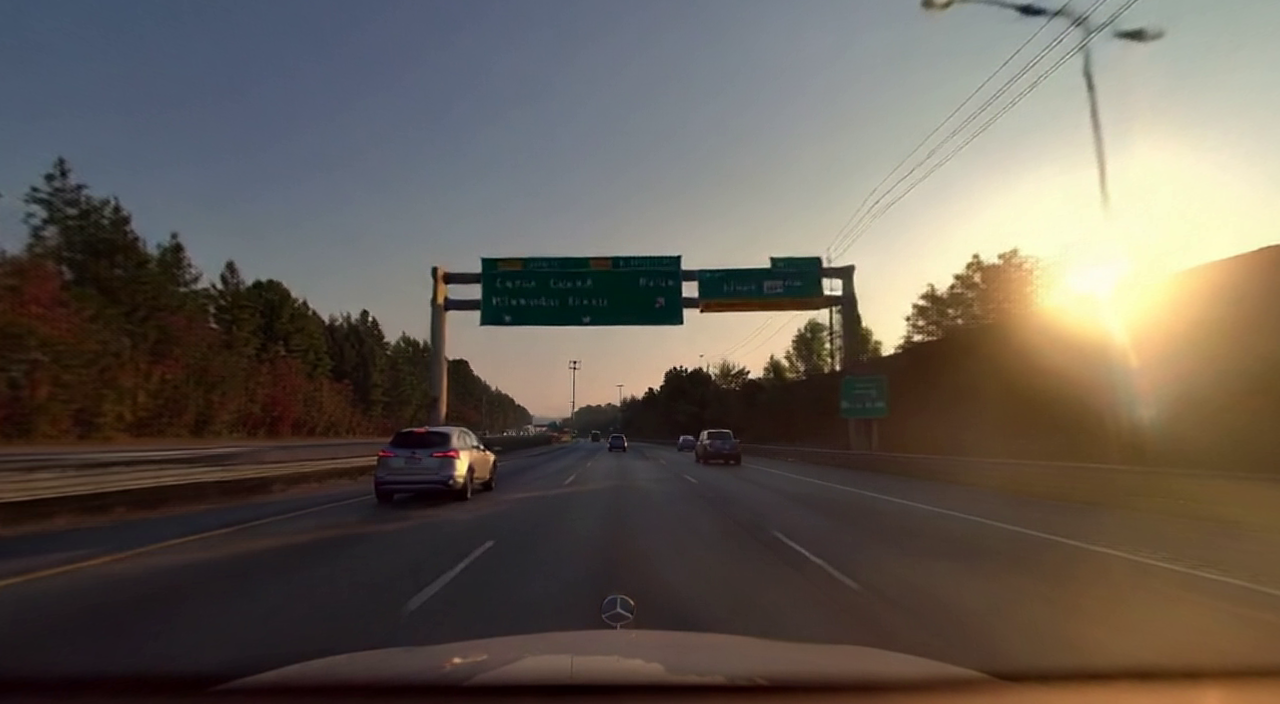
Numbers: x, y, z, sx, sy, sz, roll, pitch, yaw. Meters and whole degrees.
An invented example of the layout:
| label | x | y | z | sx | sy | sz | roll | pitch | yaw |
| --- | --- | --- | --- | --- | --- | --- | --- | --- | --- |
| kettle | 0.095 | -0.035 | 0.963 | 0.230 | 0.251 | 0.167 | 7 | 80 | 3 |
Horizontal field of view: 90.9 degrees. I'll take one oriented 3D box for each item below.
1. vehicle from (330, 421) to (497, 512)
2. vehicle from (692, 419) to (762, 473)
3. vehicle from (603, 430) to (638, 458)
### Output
| label | x | y | z | sx | sy | sz | roll | pitch | yaw |
| --- | --- | --- | --- | --- | --- | --- | --- | --- | --- |
| vehicle | -4.521 | 2.319 | 13.375 | 2.100 | 1.590 | 4.077 | 0 | -7 | -1 |
| vehicle | 3.240 | 3.575 | 24.128 | 1.976 | 1.905 | 3.263 | 0 | -8 | -4 |
| vehicle | -1.317 | 5.970 | 41.028 | 2.159 | 1.690 | 3.720 | 0 | -8 | -3 |
